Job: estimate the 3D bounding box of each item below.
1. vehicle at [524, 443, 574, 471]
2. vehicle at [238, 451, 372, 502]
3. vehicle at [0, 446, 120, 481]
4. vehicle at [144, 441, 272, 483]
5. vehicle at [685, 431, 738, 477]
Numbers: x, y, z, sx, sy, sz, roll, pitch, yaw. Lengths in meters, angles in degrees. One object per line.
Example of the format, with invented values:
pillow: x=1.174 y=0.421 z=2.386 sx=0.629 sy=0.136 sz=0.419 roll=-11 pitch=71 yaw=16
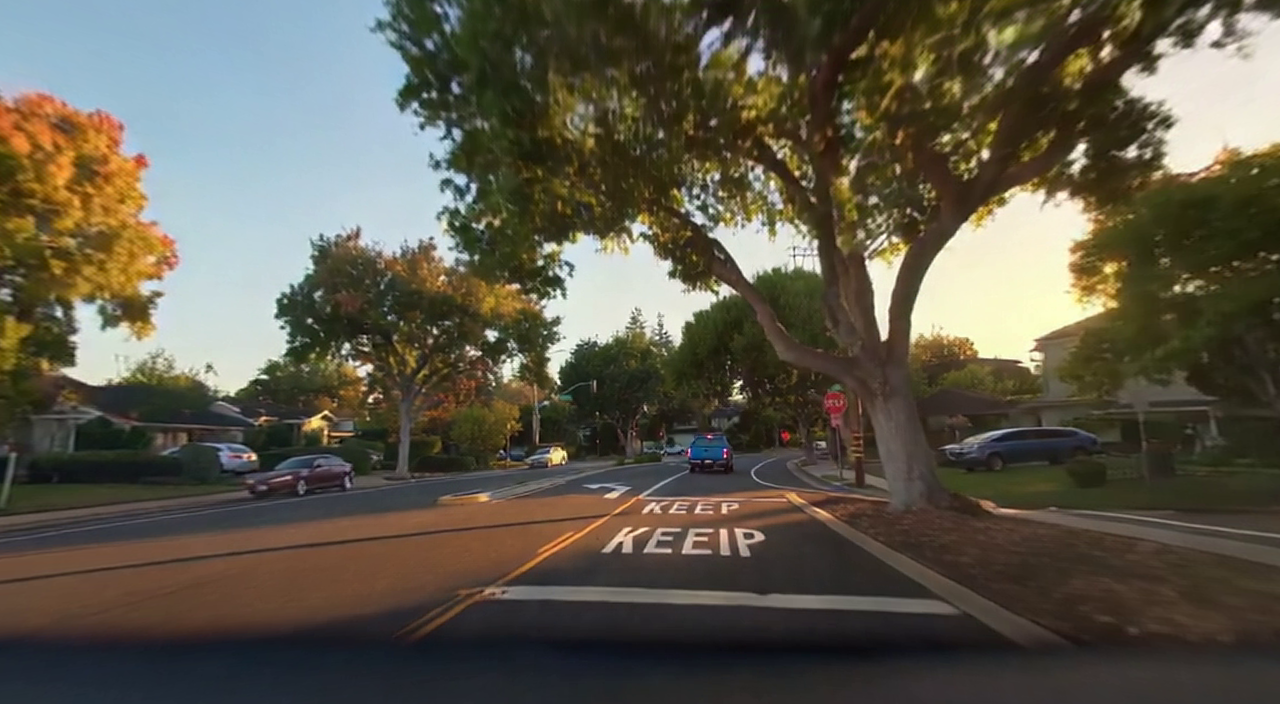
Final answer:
vehicle: x=-6.792 y=7.908 z=47.781 sx=2.053 sy=1.822 sz=4.852 roll=-3 pitch=-8 yaw=14
vehicle: x=-11.720 y=4.364 z=22.534 sx=1.873 sy=1.508 sz=4.483 roll=-2 pitch=-8 yaw=8
vehicle: x=-25.331 y=4.759 z=27.200 sx=4.268 sy=1.409 sz=1.897 roll=0 pitch=-9 yaw=3
vehicle: x=-18.897 y=4.810 z=27.751 sx=4.168 sy=1.735 sz=1.925 roll=0 pitch=-9 yaw=2
vehicle: x=3.401 y=4.719 z=29.347 sx=2.153 sy=1.942 sz=4.767 roll=-1 pitch=-9 yaw=10
